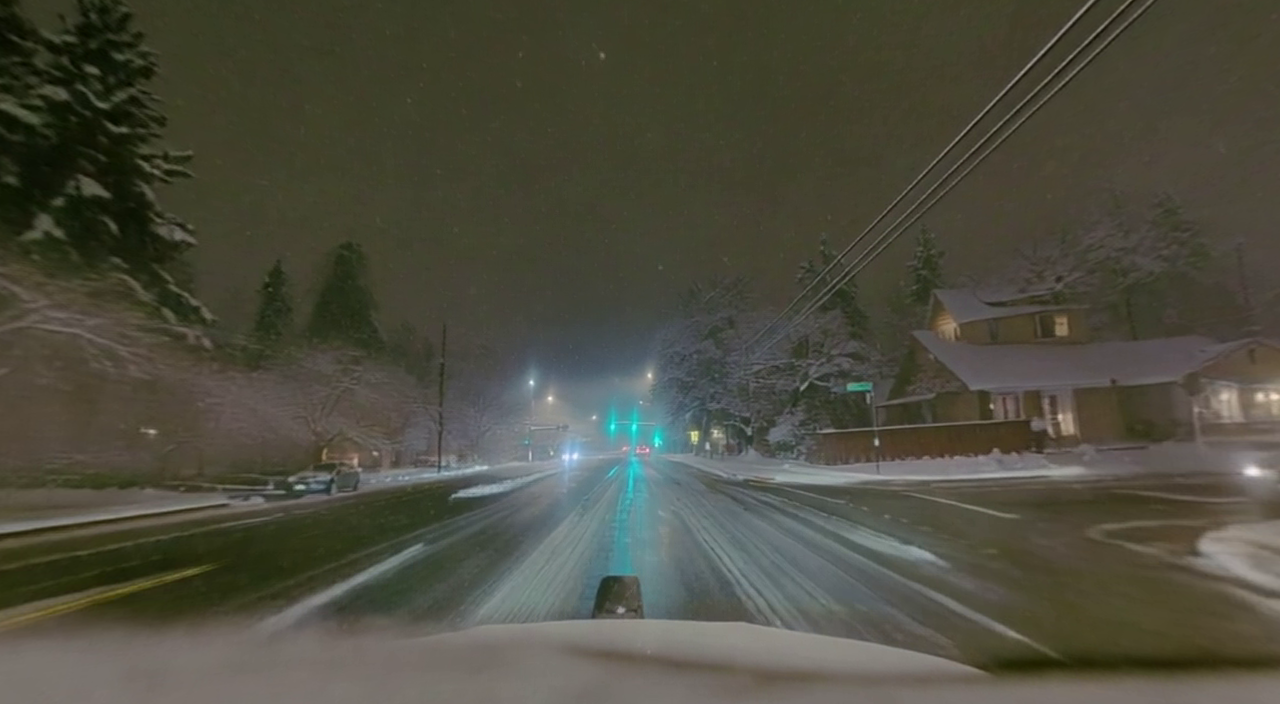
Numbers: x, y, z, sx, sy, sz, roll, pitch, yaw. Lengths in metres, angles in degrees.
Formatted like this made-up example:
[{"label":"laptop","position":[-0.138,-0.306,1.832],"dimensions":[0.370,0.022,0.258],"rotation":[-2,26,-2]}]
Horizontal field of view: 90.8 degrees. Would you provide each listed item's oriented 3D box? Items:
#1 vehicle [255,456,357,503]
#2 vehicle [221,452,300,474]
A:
[{"label":"vehicle","position":[-13.859,5.277,26.555],"dimensions":[1.941,1.501,4.432],"rotation":[-4,-7,0]},{"label":"vehicle","position":[-28.468,8.339,47.545],"dimensions":[4.637,1.472,1.944],"rotation":[0,-8,-3]}]
